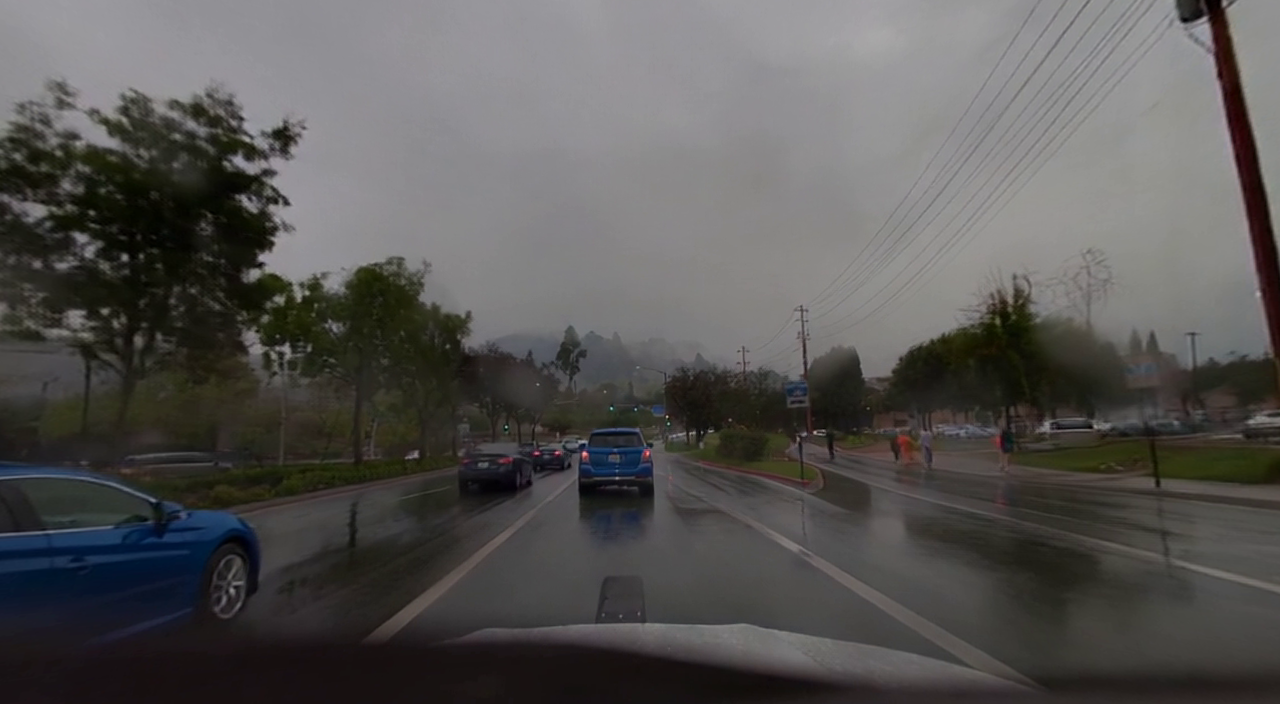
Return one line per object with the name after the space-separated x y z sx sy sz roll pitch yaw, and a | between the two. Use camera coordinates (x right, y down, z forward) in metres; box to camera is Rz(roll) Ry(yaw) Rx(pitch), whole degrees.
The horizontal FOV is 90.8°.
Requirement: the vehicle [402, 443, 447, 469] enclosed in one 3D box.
-15.846 7.634 46.765 1.785 1.745 4.405 0 -8 0 | vehicle

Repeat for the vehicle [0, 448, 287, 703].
-3.654 1.066 2.598 1.865 1.314 4.461 0 -8 0 | vehicle

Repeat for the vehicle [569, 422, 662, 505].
-0.583 2.708 15.716 2.012 1.769 3.897 0 -9 -2 | vehicle

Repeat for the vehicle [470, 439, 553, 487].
-4.396 3.866 22.327 2.087 1.485 4.452 0 -8 -1 | vehicle
